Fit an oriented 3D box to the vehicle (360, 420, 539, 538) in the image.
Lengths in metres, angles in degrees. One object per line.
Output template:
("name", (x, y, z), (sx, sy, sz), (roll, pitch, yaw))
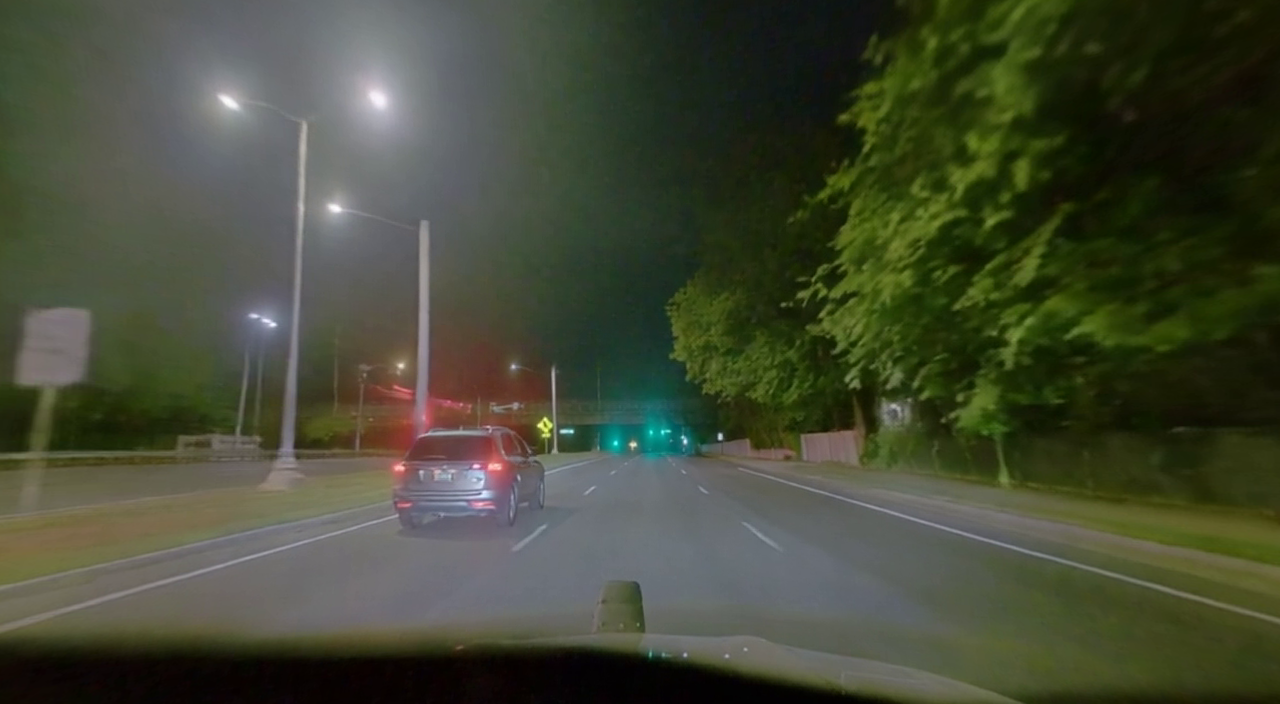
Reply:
("vehicle", (-3.173, 2.194, 11.500), (1.882, 1.704, 4.335), (-1, -8, 0))
